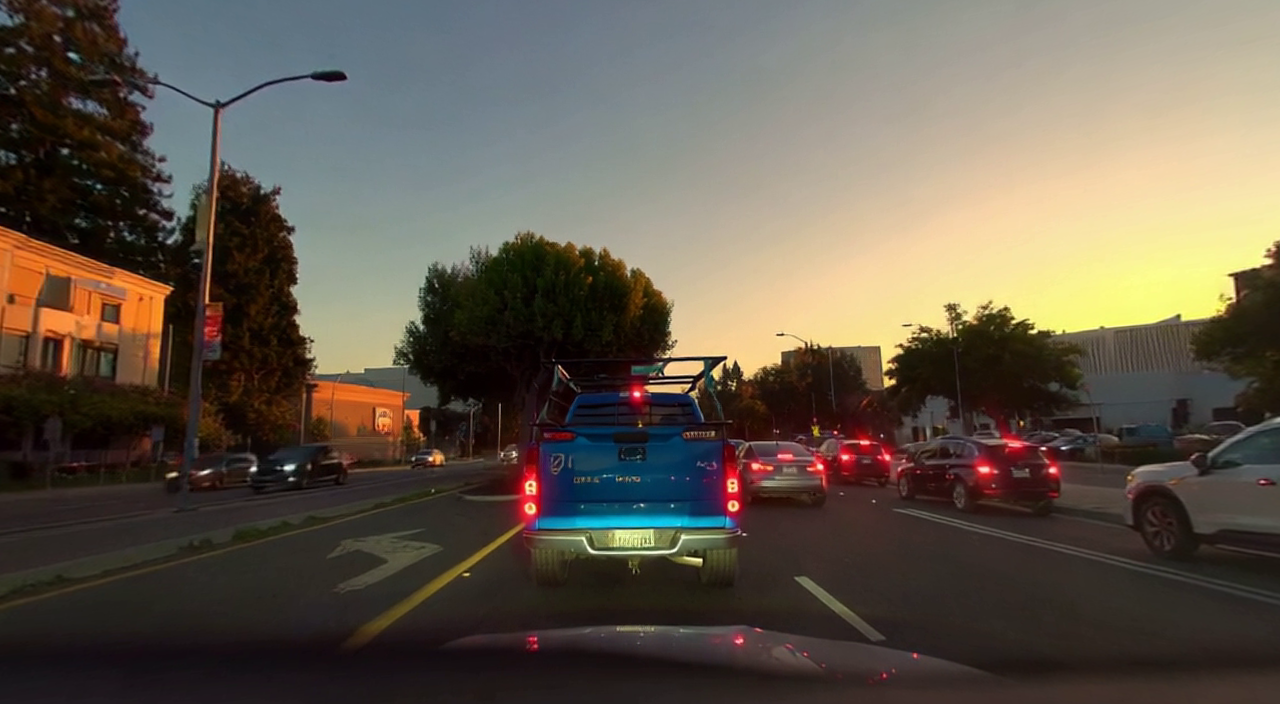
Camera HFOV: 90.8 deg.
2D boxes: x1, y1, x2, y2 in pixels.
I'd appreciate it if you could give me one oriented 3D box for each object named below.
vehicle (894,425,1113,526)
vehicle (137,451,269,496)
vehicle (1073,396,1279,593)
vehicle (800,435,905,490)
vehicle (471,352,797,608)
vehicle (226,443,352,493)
[{"bbox_3d":[7.075,2.432,12.968,1.931,1.692,4.267,0,-9,0],"label":"vehicle"},{"bbox_3d":[-16.041,4.442,23.521,1.805,1.466,4.341,0,-9,0],"label":"vehicle"},{"bbox_3d":[6.812,1.346,6.106,2.023,1.771,4.488,0,-9,0],"label":"vehicle"},{"bbox_3d":[7.066,3.733,21.592,1.953,1.665,4.327,0,-9,-2],"label":"vehicle"},{"bbox_3d":[-0.100,1.475,8.170,2.682,2.117,5.706,0,-9,-1],"label":"vehicle"},{"bbox_3d":[-12.381,4.102,22.695,1.928,1.591,4.509,0,-9,0],"label":"vehicle"}]
